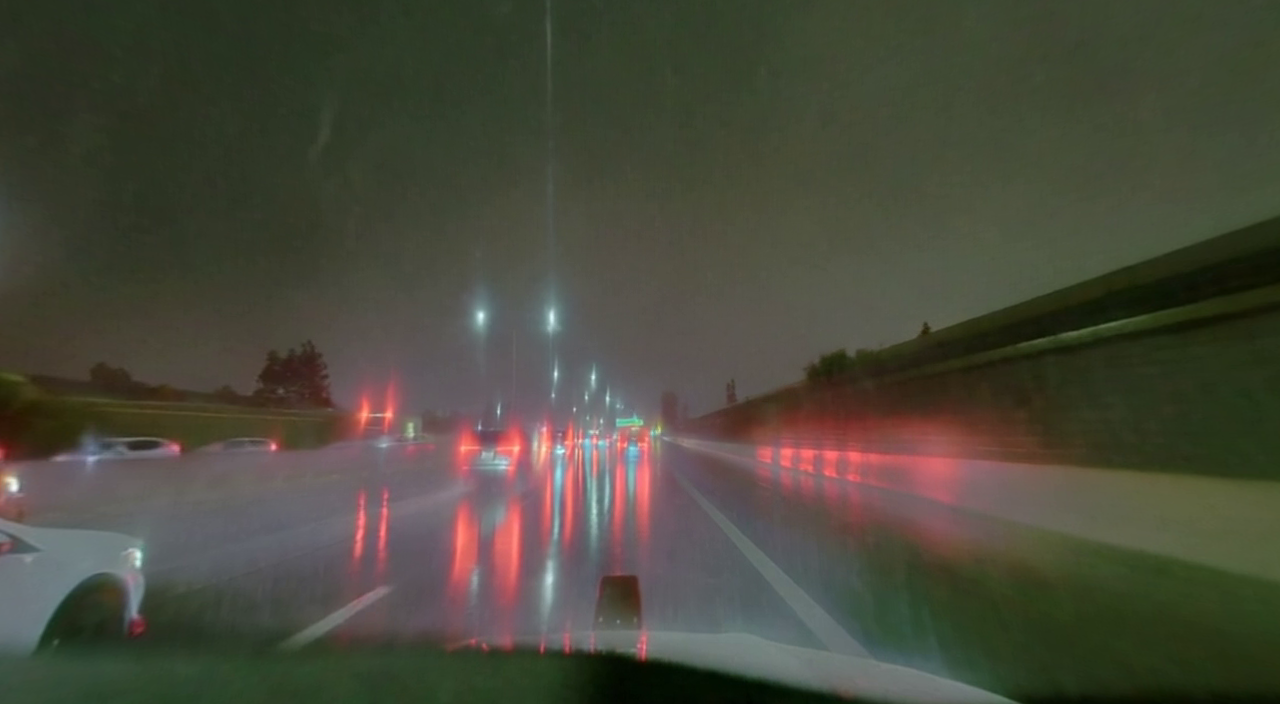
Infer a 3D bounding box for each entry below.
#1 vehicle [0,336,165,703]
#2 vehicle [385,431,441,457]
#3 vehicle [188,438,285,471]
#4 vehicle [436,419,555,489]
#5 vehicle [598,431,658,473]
[{"bbox_3d":[-3.759,0.617,1.359,2.107,1.703,4.274,0,-8,0],"label":"vehicle"},{"bbox_3d":[-15.510,6.291,43.231,2.078,1.665,4.538,0,-8,0],"label":"vehicle"},{"bbox_3d":[-19.732,4.992,30.994,1.851,1.499,4.500,0,-8,-1],"label":"vehicle"},{"bbox_3d":[-3.837,2.791,17.604,2.154,1.690,4.595,0,-8,1],"label":"vehicle"},{"bbox_3d":[-0.444,3.729,23.711,2.070,1.452,3.834,0,-8,-1],"label":"vehicle"}]
